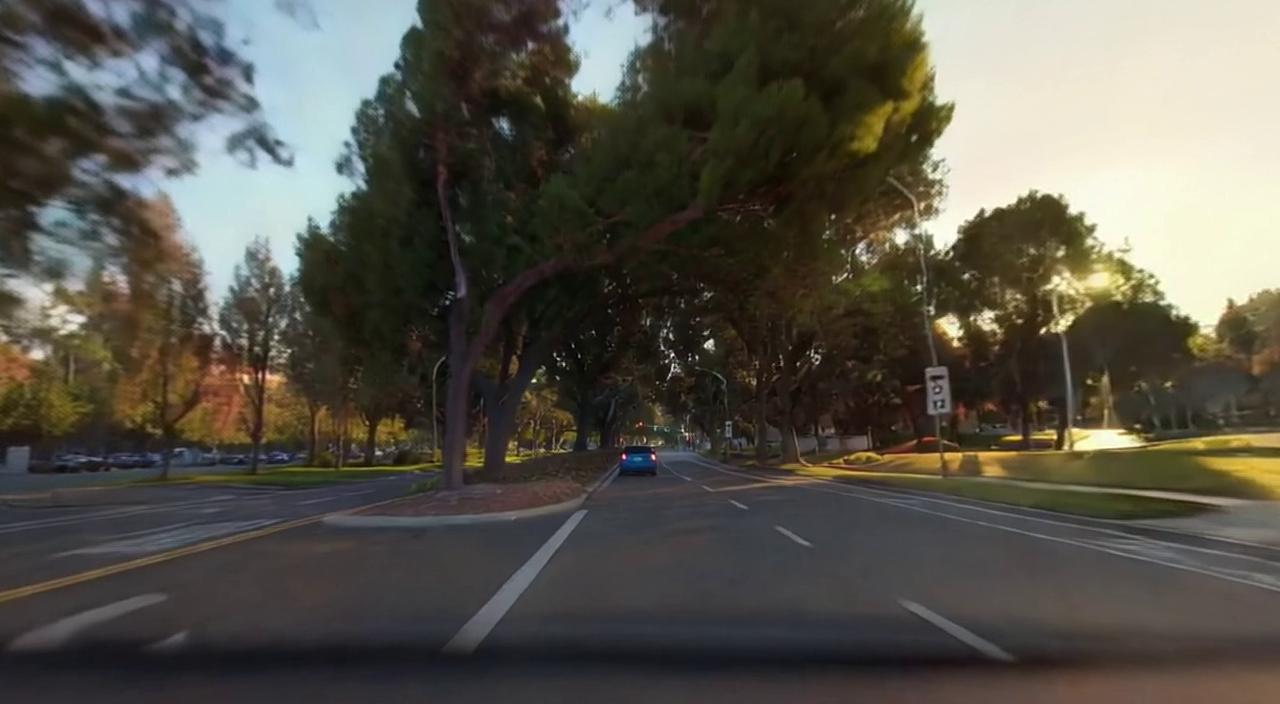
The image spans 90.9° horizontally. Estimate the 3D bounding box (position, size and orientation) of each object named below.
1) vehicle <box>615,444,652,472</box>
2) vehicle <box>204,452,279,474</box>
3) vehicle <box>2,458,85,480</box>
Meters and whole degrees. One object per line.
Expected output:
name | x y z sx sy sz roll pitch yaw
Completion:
vehicle | -0.391 6.058 36.436 1.978 1.499 3.915 0 -8 -1
vehicle | -30.149 8.401 47.787 4.392 1.602 1.860 -1 -8 1
vehicle | -42.881 8.397 45.416 4.030 1.479 1.868 0 -8 -1
